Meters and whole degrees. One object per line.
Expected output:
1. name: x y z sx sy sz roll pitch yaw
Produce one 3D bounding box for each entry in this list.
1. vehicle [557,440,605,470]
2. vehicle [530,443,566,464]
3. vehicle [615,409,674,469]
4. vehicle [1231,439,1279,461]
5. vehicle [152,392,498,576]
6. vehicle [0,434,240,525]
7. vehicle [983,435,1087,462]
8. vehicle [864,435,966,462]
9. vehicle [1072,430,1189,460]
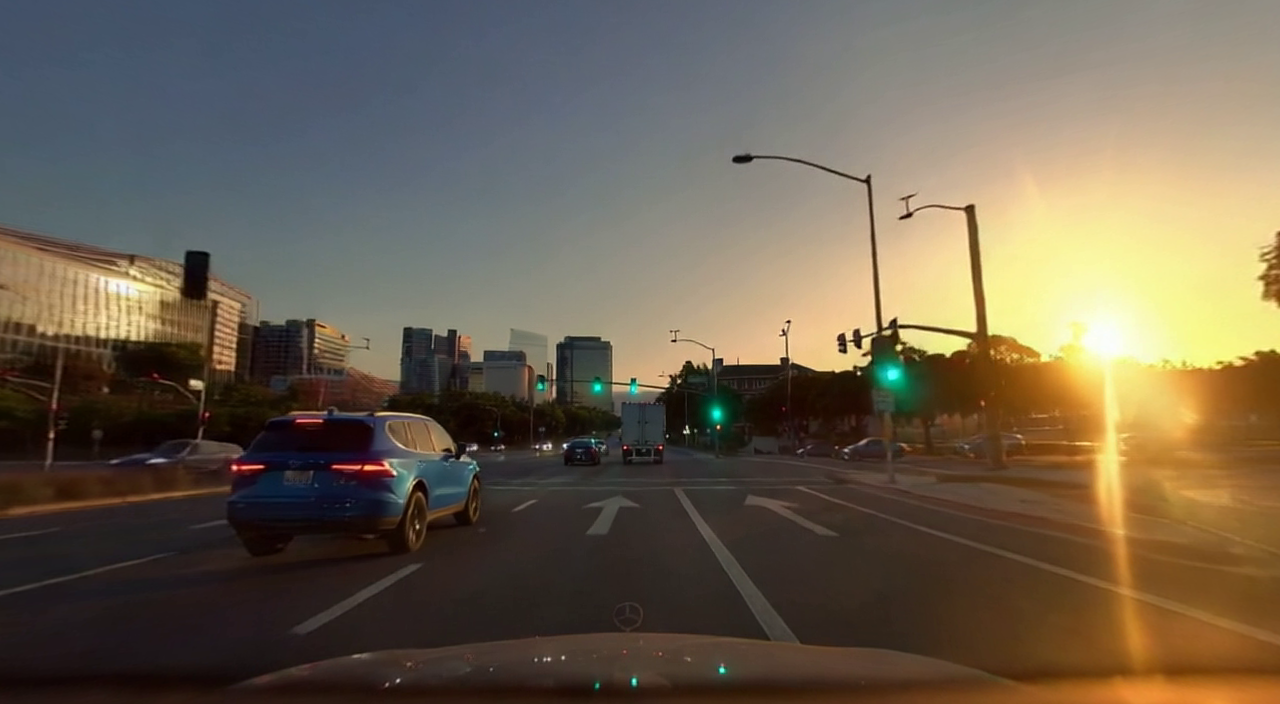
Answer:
1. vehicle: -3.088 5.468 33.612 2.023 1.483 4.143 0 -8 2
2. vehicle: -6.660 7.388 45.974 1.933 1.477 4.119 0 -8 1
3. vehicle: 0.304 4.910 35.458 2.993 3.051 6.692 0 -8 1
4. vehicle: 44.092 6.741 43.238 4.747 1.485 1.942 0 -8 0
5. vehicle: -3.728 1.672 8.814 2.178 1.826 4.933 0 -8 1
6. vehicle: -10.770 2.481 12.925 1.969 1.502 4.713 0 -8 0
7. vehicle: 23.099 5.660 36.853 4.716 1.494 2.001 0 -8 1
8. vehicle: 16.036 5.663 36.793 4.983 1.511 2.077 0 -8 0
9. vehicle: 31.015 5.877 39.797 5.530 1.827 2.161 0 -8 0
